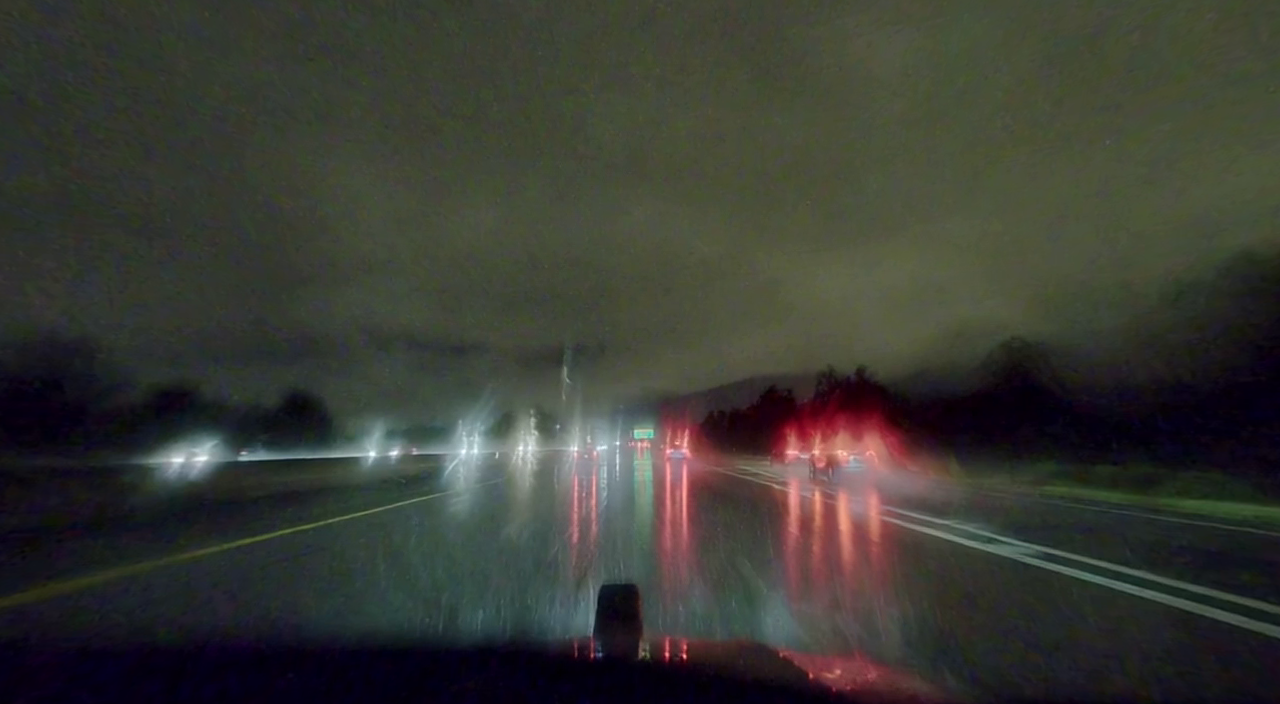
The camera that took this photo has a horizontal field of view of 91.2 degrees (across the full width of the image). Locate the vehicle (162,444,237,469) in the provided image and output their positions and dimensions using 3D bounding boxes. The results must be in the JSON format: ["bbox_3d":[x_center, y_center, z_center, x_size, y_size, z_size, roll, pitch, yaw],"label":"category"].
[{"bbox_3d":[-27.633,6.564,39.484,1.742,1.490,4.162,0,-9,-1],"label":"vehicle"}]
